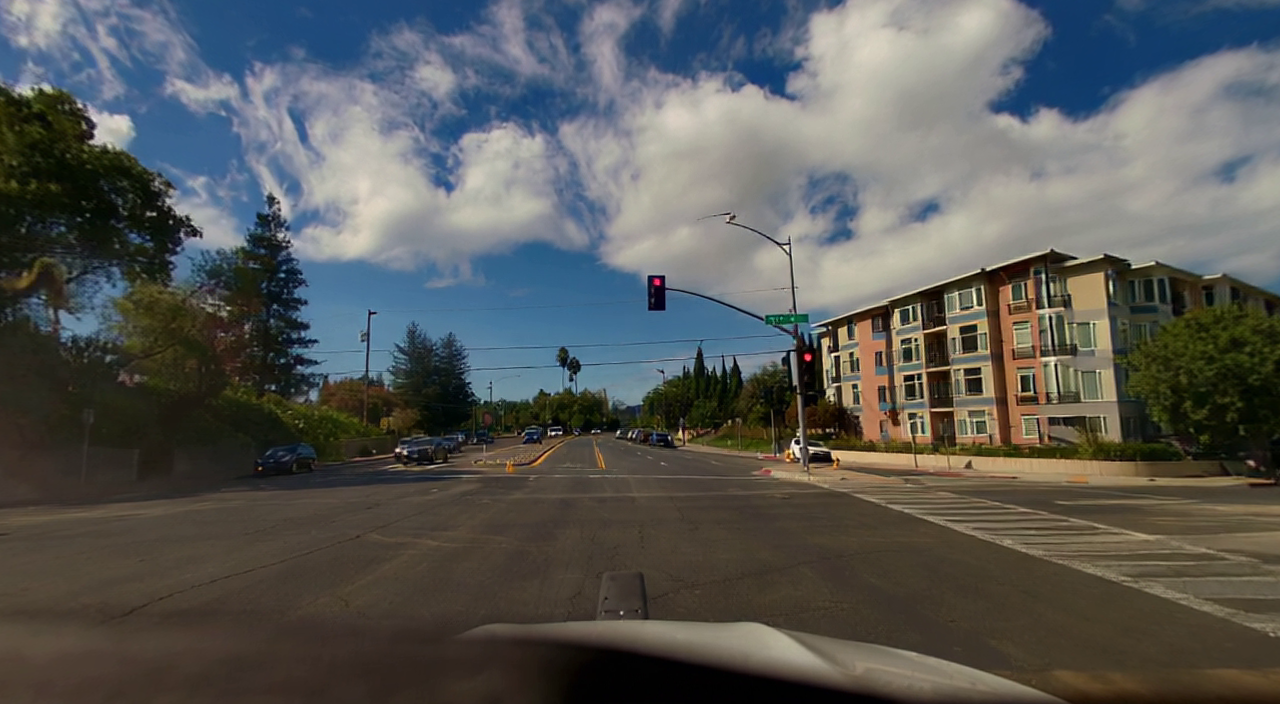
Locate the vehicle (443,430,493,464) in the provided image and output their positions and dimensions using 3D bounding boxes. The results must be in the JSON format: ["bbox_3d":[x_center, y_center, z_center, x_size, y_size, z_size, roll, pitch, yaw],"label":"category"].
[{"bbox_3d":[-9.783,5.453,36.177,1.910,1.818,4.057,0,-9,-3],"label":"vehicle"}]

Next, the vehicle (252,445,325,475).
[{"bbox_3d":[-21.079,6.468,38.095,1.981,1.628,4.336,0,-9,-1],"label":"vehicle"}]

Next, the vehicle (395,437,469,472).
[{"bbox_3d":[-9.673,4.800,29.788,2.116,1.521,4.294,0,-9,-1],"label":"vehicle"}]
